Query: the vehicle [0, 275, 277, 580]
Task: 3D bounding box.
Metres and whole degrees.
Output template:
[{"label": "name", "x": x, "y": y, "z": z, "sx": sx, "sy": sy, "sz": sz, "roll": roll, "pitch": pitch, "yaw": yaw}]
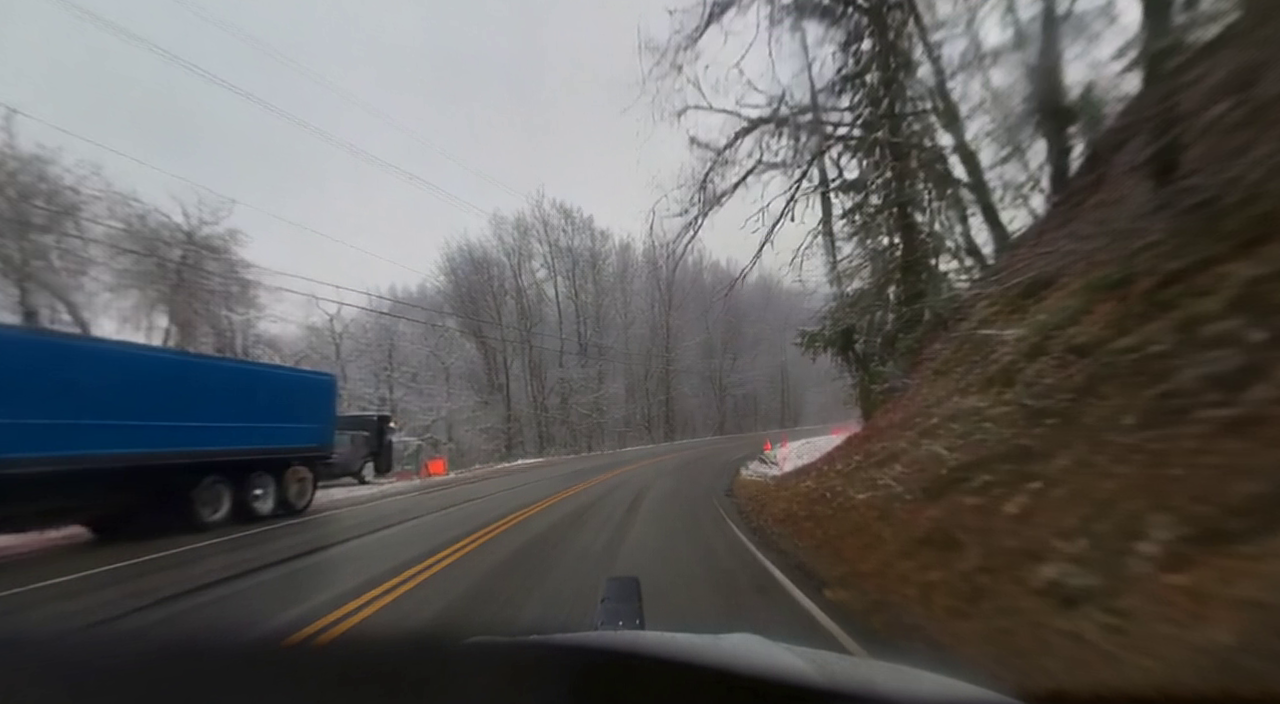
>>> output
[{"label": "vehicle", "x": -8.187, "y": 1.048, "z": 7.958, "sx": 3.031, "sy": 3.185, "sz": 7.053, "roll": -4, "pitch": -8, "yaw": 1}]
